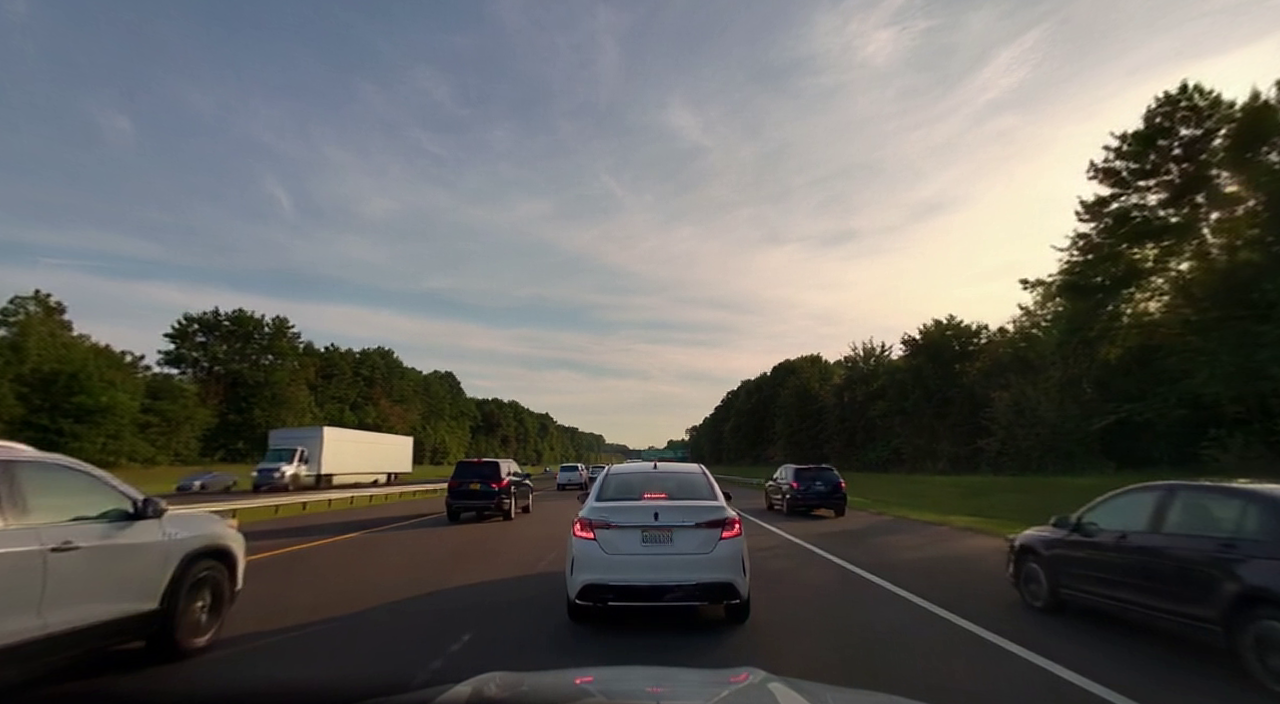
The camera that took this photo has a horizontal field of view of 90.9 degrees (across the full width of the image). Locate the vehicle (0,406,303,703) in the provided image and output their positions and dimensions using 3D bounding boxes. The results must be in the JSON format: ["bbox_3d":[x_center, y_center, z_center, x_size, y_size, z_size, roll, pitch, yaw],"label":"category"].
[{"bbox_3d":[-3.901,1.086,3.180,1.994,1.556,4.263,1,-11,0],"label":"vehicle"}]

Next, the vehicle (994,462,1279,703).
[{"bbox_3d":[4.522,1.456,4.197,1.870,1.382,4.287,1,-11,1],"label":"vehicle"}]

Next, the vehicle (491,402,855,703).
[{"bbox_3d":[0.171,1.548,5.745,2.057,1.725,4.126,1,-11,-1],"label":"vehicle"}]

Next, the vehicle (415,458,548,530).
[{"bbox_3d":[-3.731,3.468,15.827,1.960,1.502,4.593,0,-11,2],"label":"vehicle"}]
